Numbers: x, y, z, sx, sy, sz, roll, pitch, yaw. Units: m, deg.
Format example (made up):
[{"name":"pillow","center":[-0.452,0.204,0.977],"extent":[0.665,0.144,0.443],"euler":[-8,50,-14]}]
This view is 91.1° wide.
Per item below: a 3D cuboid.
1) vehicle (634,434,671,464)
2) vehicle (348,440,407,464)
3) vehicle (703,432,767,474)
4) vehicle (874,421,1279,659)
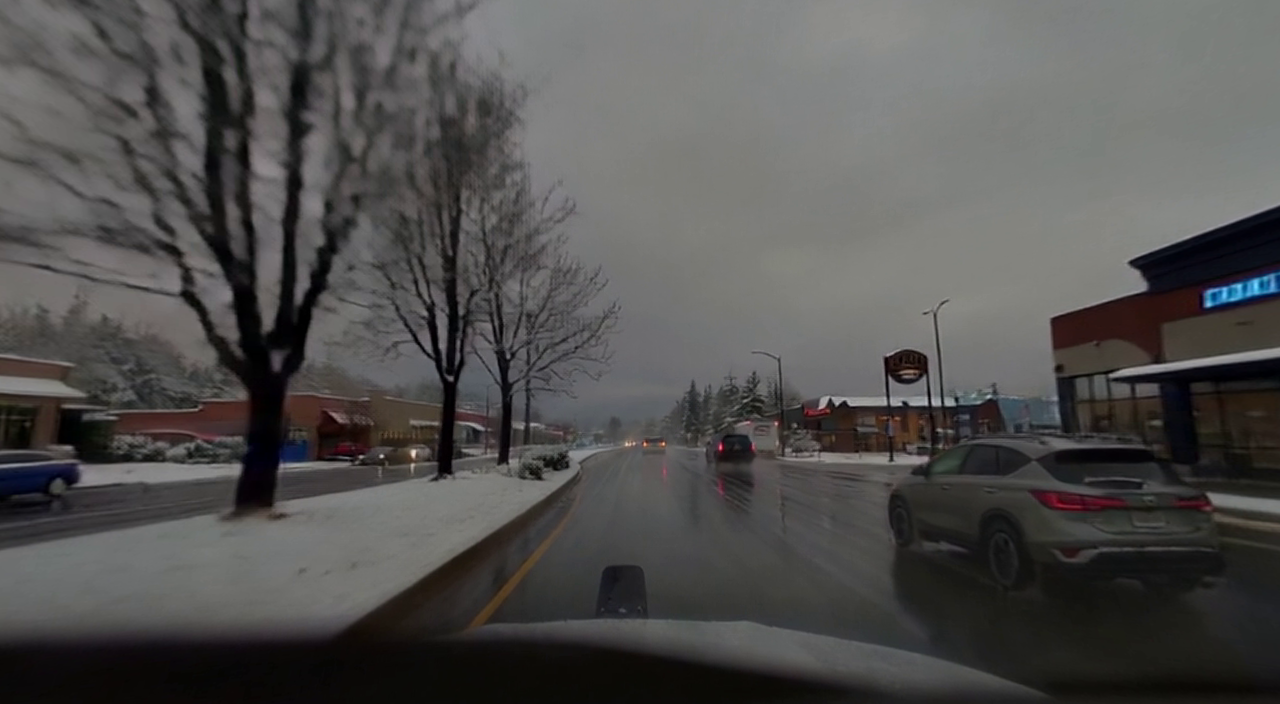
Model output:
[{"name":"vehicle","center":[0.736,5.848,37.859],"extent":[2.098,1.682,3.778],"euler":[0,-8,0]},{"name":"vehicle","center":[-18.499,7.064,44.514],"extent":[1.947,1.580,4.857],"euler":[0,-9,1]},{"name":"vehicle","center":[4.045,4.386,27.429],"extent":[2.115,1.692,4.189],"euler":[0,-8,0]},{"name":"vehicle","center":[4.123,1.496,6.212],"extent":[1.908,1.463,4.506],"euler":[0,-8,1]}]
